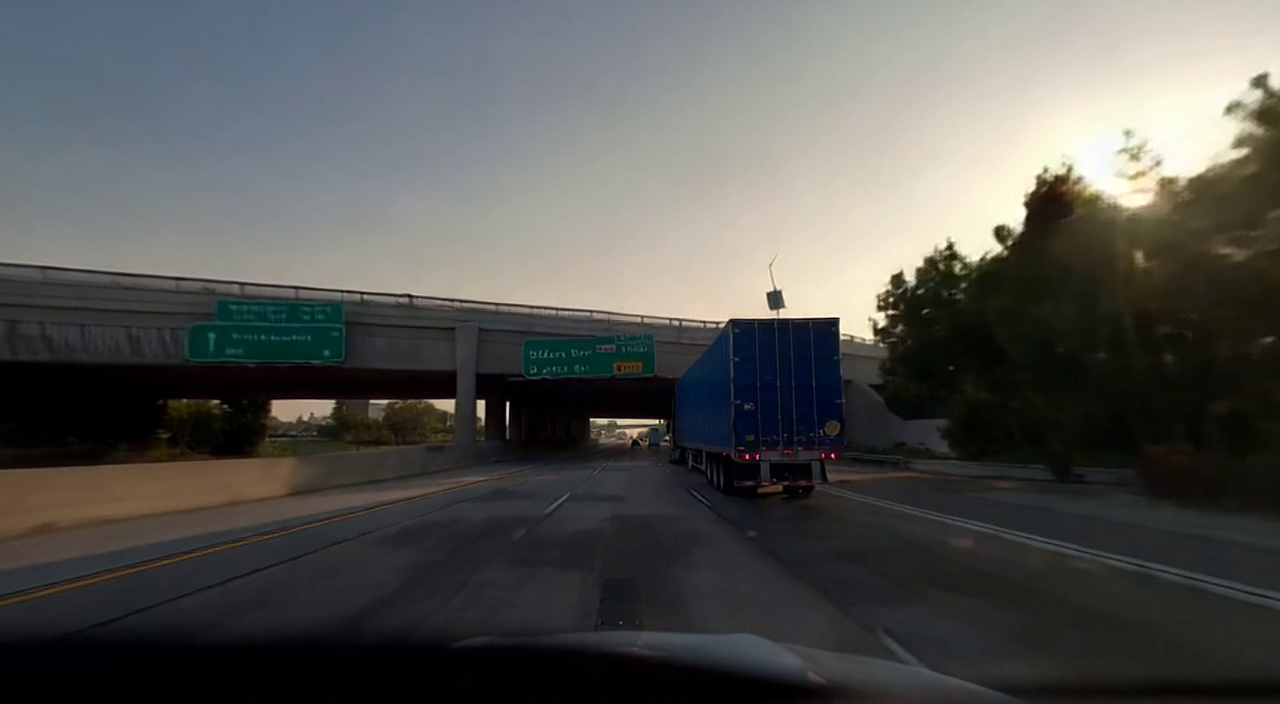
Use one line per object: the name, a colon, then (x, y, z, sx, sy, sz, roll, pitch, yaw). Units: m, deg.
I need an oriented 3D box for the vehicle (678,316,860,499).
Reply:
vehicle: (3.379, 2.465, 22.499, 2.743, 4.160, 16.408, 0, -9, -1)

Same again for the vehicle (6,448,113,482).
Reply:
vehicle: (-25.331, 4.902, 27.717, 1.508, 1.352, 3.304, -1, -8, 0)
